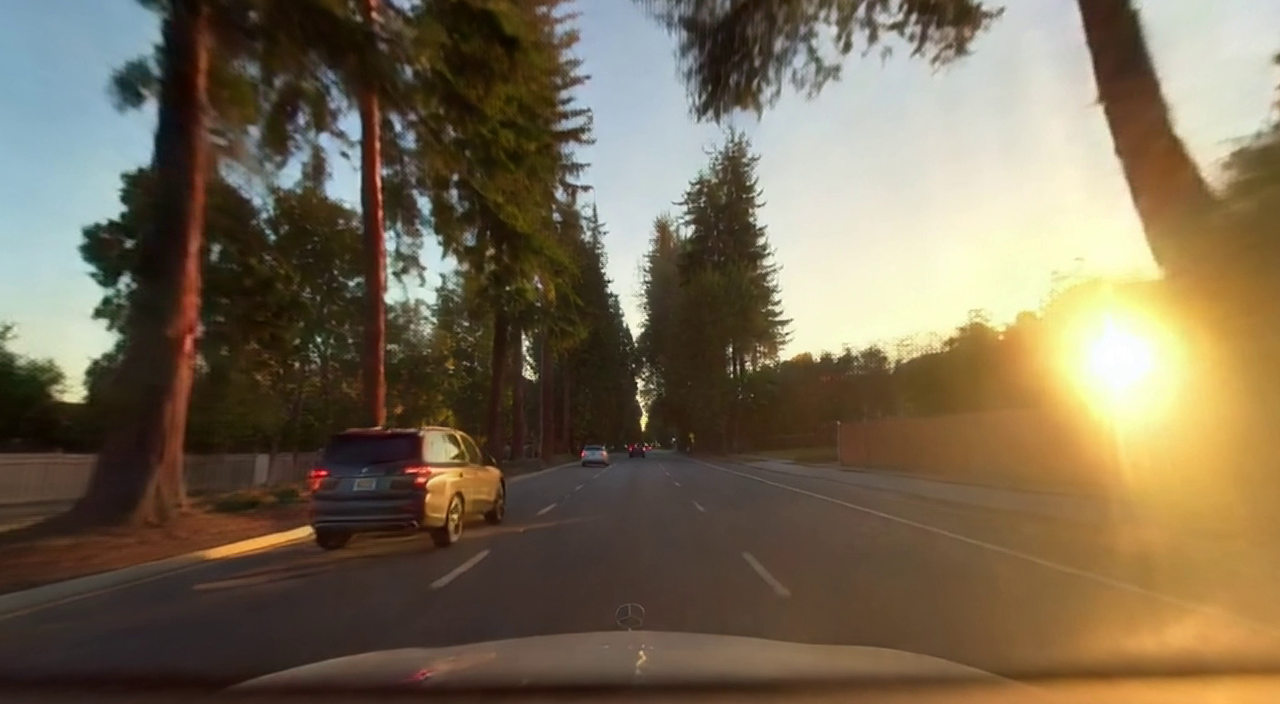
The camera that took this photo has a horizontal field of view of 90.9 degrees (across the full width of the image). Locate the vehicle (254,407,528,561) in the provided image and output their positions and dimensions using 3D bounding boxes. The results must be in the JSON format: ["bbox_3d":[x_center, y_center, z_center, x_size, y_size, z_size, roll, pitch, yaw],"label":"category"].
[{"bbox_3d":[-3.167,1.816,9.346,2.058,1.671,4.704,0,-9,1],"label":"vehicle"}]

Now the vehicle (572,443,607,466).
[{"bbox_3d":[-3.383,7.026,43.220,2.021,1.466,4.330,0,-9,1],"label":"vehicle"}]
